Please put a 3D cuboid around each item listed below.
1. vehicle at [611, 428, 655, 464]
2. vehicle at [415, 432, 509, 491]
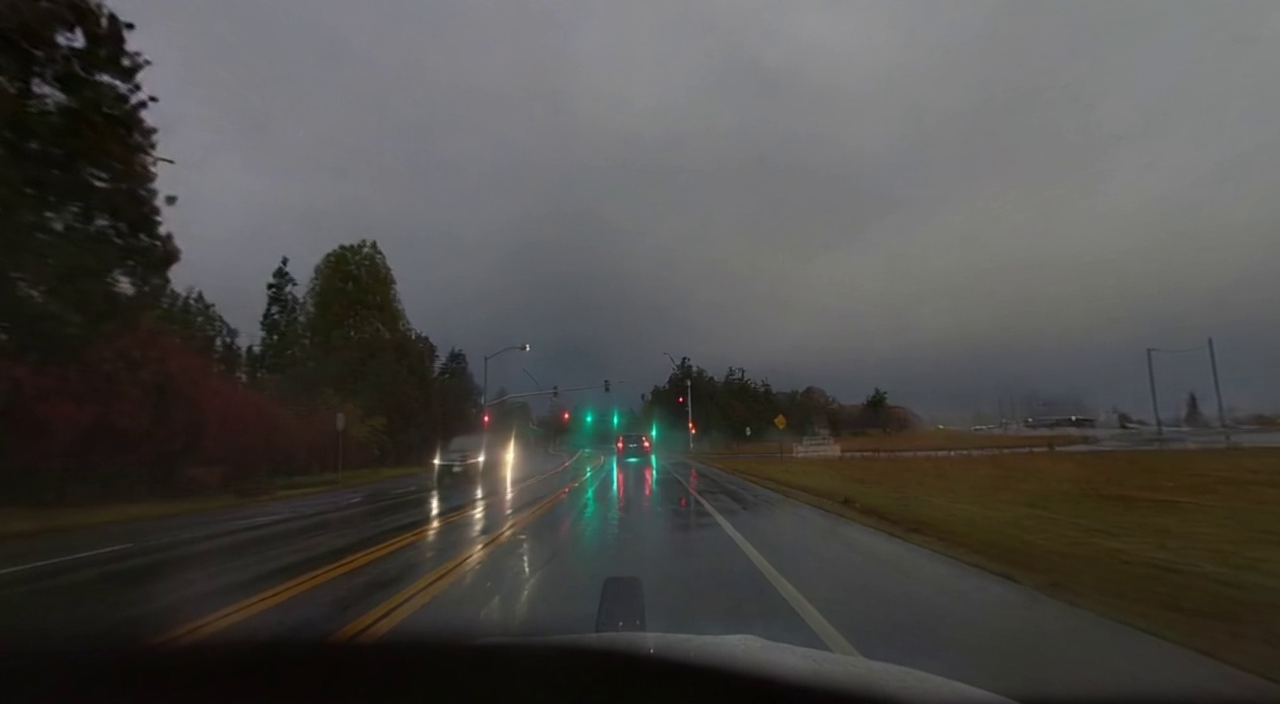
[{"bbox_3d":[-0.454,5.810,39.102,2.574,2.059,5.331,0,-8,-1],"label":"vehicle"},{"bbox_3d":[-6.596,4.106,24.055,2.378,1.853,4.847,-3,-8,-3],"label":"vehicle"}]
